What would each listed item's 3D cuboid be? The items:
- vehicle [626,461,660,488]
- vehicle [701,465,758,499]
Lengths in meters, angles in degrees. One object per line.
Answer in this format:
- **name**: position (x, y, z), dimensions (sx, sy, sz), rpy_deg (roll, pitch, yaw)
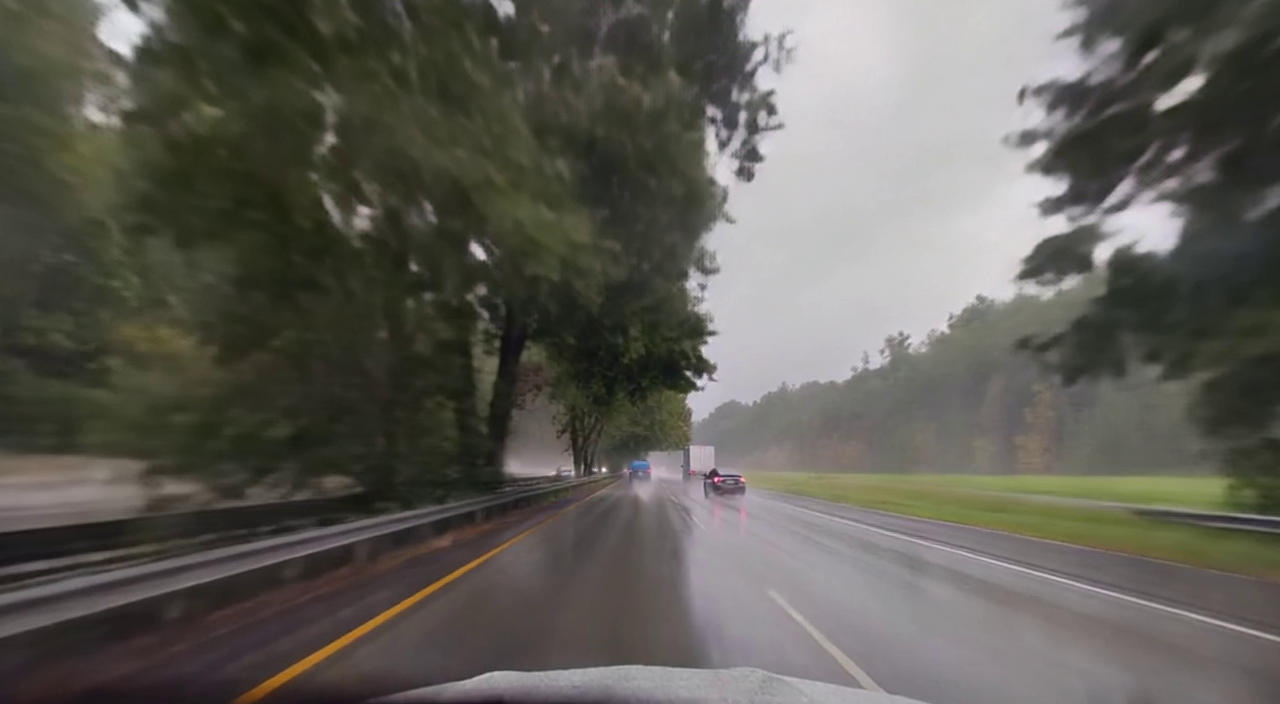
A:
- **vehicle**: position (0.248, 8.549, 43.982), dimensions (2.212, 1.717, 4.452), rpy_deg (0, -10, 1)
- **vehicle**: position (4.410, 6.500, 31.863), dimensions (2.073, 1.532, 4.969), rpy_deg (1, -10, -1)
